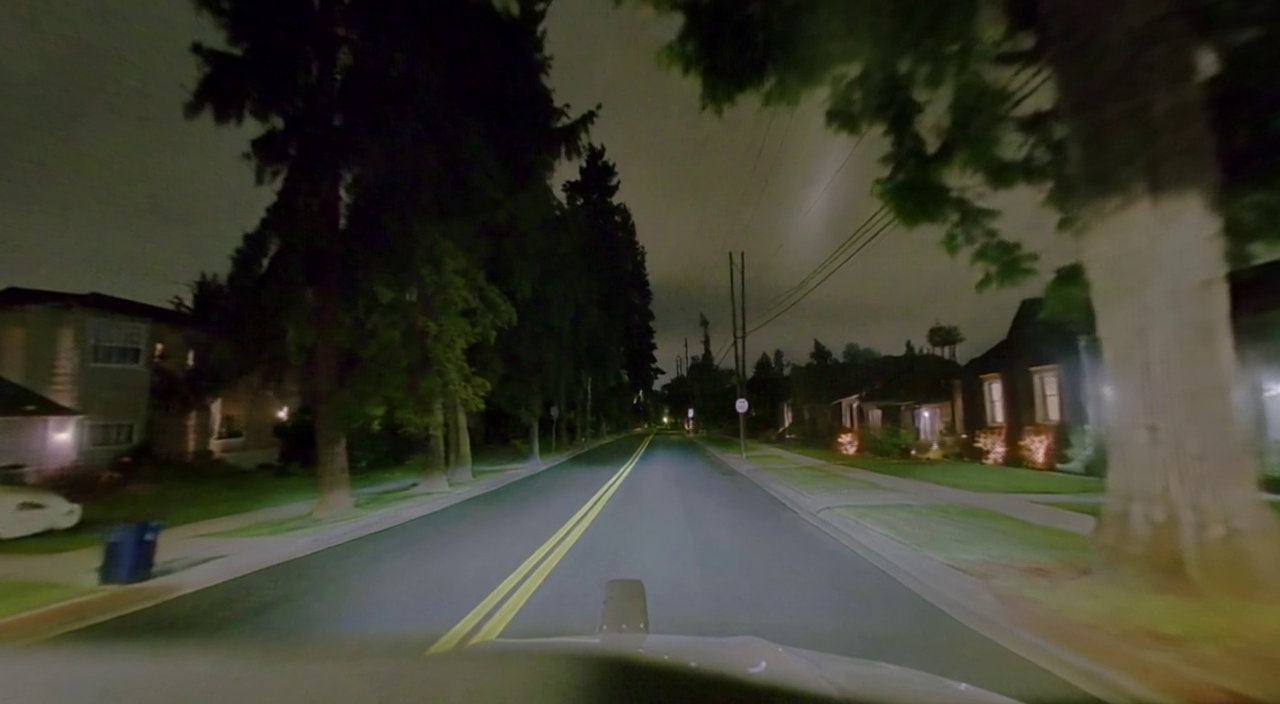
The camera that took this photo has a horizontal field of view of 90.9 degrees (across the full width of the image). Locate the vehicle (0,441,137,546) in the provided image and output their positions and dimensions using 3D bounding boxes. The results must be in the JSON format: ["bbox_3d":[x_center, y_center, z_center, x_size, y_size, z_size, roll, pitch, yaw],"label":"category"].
[{"bbox_3d":[-11.198,2.170,10.105,4.659,1.464,1.930,0,-8,3],"label":"vehicle"}]
